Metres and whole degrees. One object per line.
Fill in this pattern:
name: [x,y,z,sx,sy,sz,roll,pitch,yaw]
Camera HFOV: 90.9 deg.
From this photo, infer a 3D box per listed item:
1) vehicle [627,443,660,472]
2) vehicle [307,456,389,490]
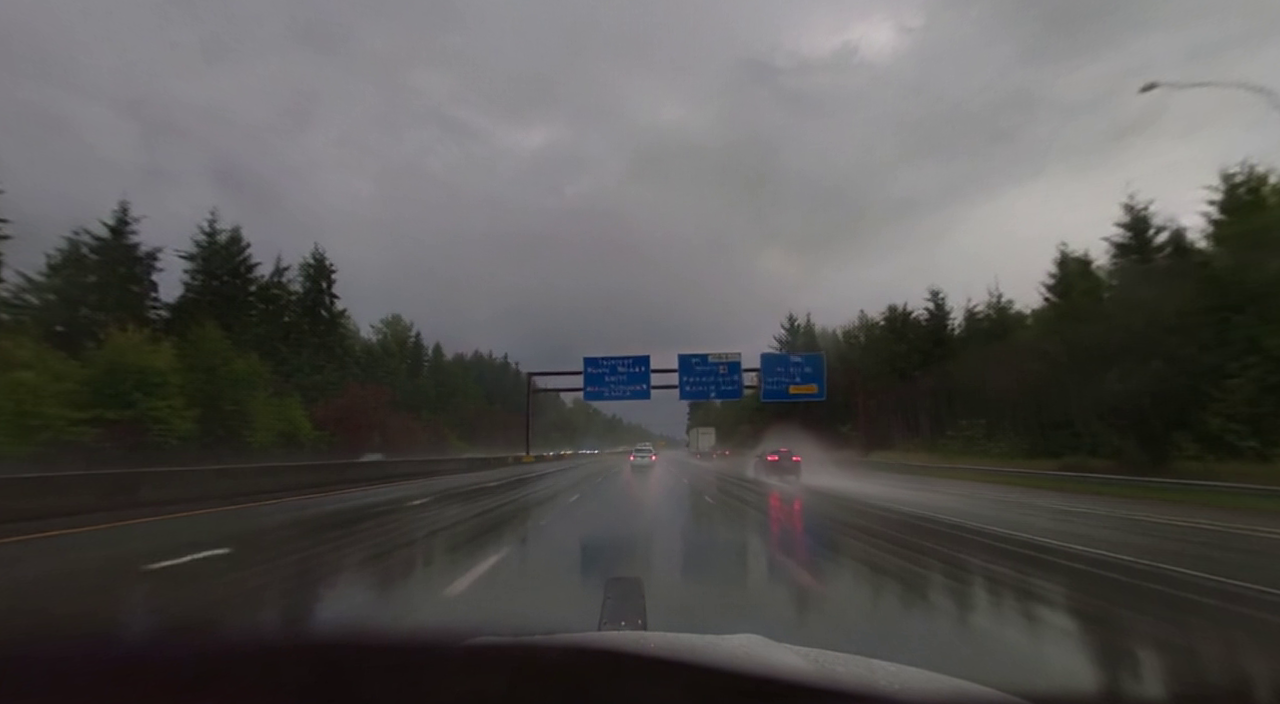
vehicle: [0.259,7.214,43.201,2.167,1.847,4.097,0,-9,1]
vehicle: [-13.806,5.707,30.071,1.983,1.464,3.899,0,-9,1]
